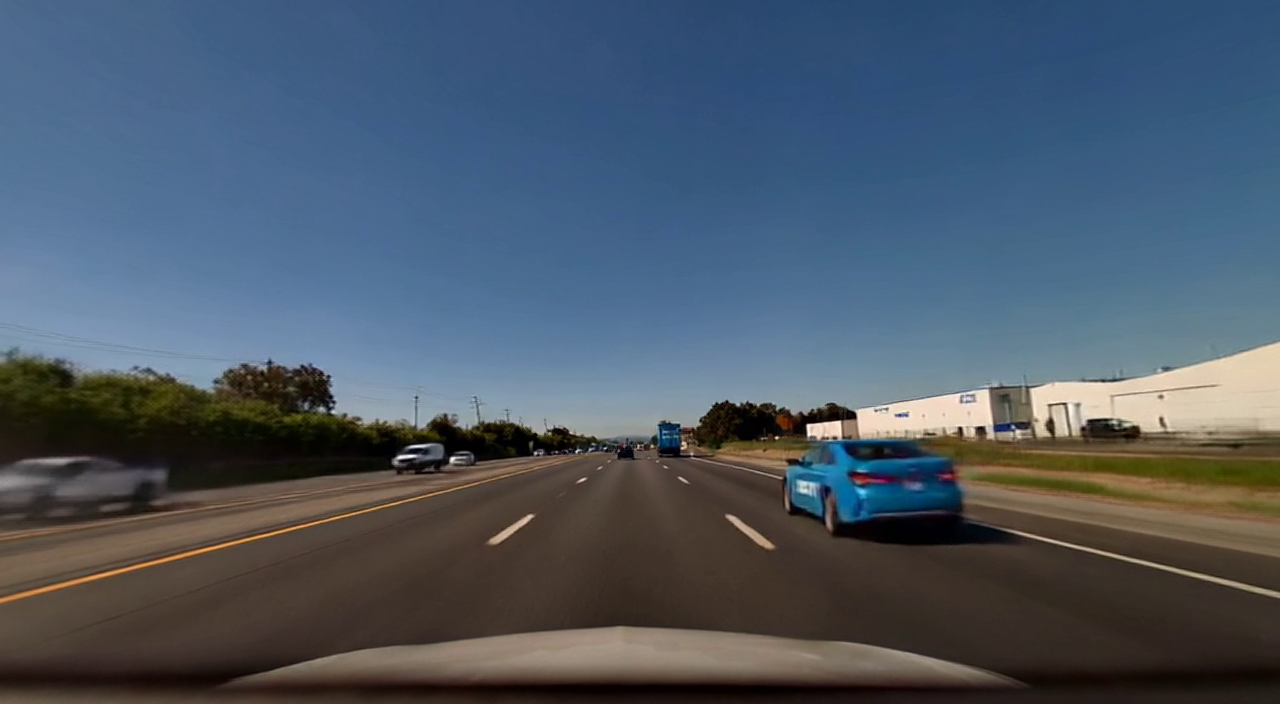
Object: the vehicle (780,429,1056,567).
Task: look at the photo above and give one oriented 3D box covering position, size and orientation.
[{"bbox_3d":[3.507,1.902,8.944,2.048,1.482,3.956,0,-8,-1],"label":"vehicle"}]
